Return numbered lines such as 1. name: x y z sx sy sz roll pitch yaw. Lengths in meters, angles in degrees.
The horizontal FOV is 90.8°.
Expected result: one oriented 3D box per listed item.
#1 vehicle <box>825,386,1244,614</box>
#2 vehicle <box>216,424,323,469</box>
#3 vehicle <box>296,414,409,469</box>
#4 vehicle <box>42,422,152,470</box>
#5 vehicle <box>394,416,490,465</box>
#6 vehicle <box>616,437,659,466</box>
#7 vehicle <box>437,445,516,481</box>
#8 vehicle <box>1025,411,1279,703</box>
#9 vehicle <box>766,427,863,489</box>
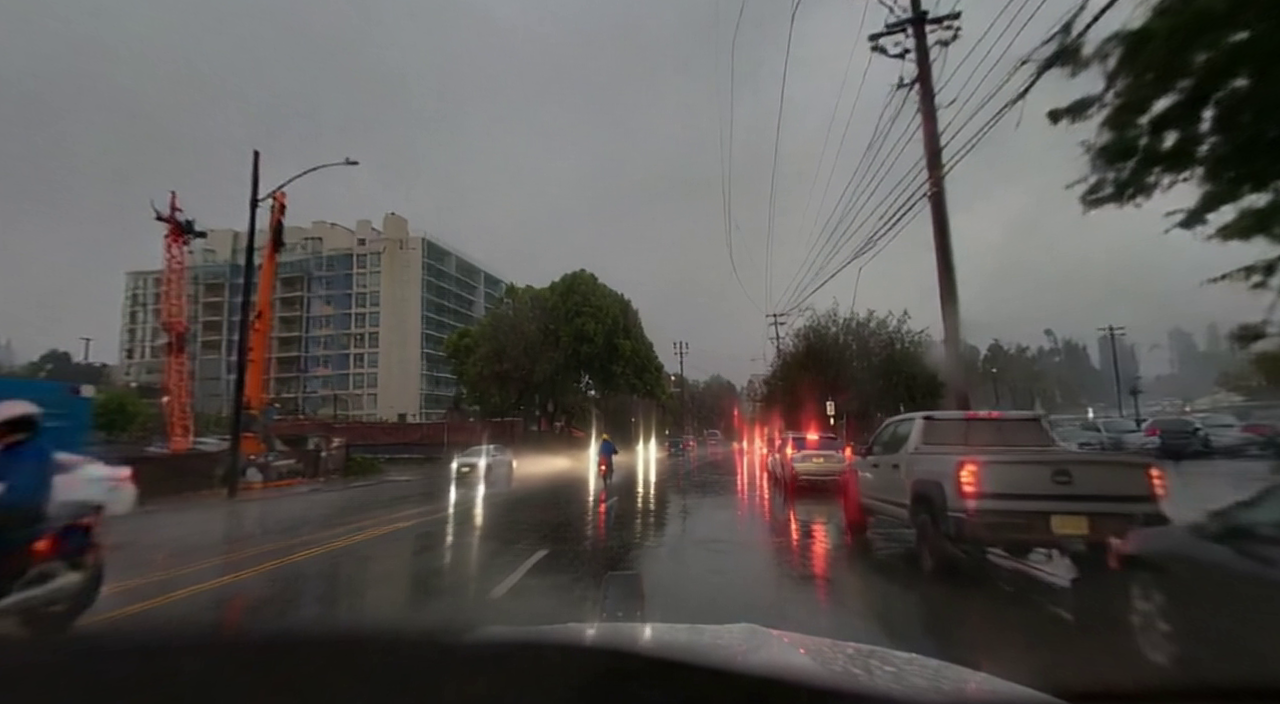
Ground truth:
1. vehicle: 3.978 1.572 7.841 2.171 1.832 5.180 -1 -8 5
2. vehicle: -26.033 6.674 44.822 2.933 2.907 6.416 -2 -8 10
3. vehicle: -19.861 6.246 44.473 3.283 3.441 8.669 -2 -8 5
4. vehicle: -42.417 7.387 49.780 3.045 3.446 8.002 2 -8 -14
5. vehicle: -13.867 6.376 45.361 2.990 3.144 9.080 -1 -8 7
6. vehicle: -0.074 5.912 37.661 1.925 1.602 4.090 -2 -8 9
7. vehicle: -7.614 5.184 29.924 1.905 1.536 4.714 -1 -8 8
8. vehicle: 3.727 0.930 2.298 1.826 1.469 4.608 0 -8 1
9. vehicle: 5.722 3.538 21.486 2.387 1.820 5.286 -1 -8 7
